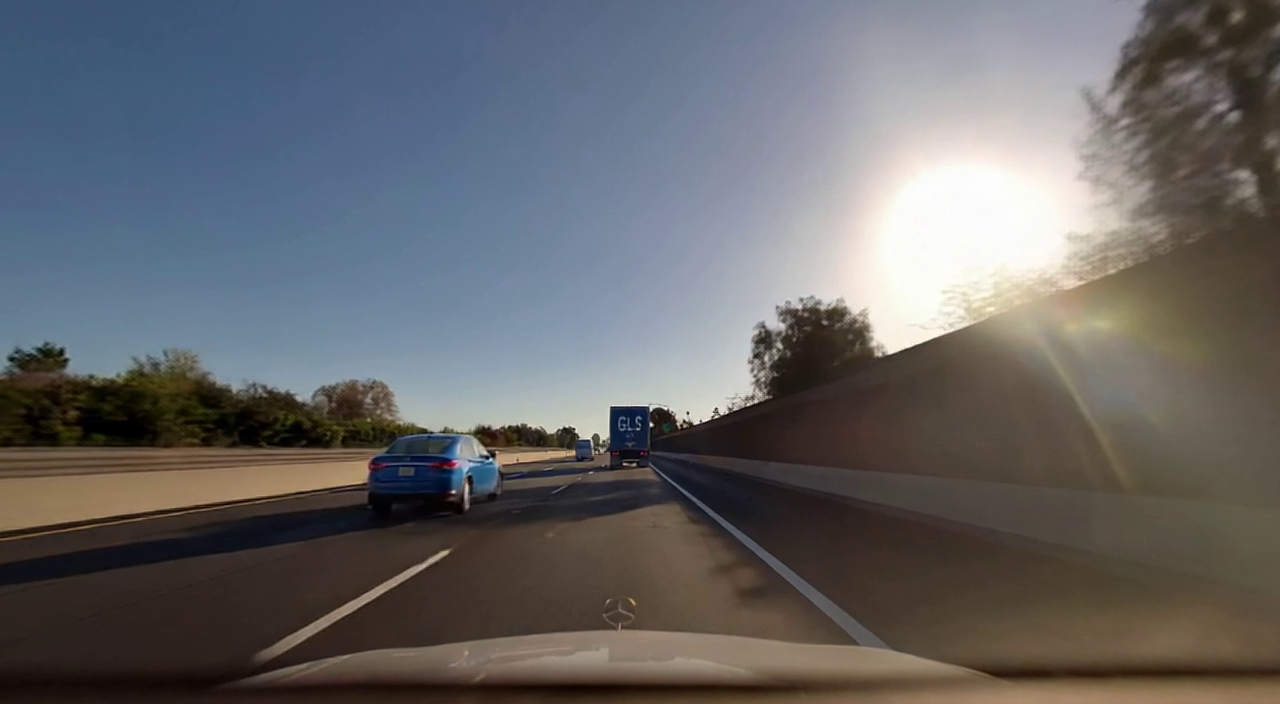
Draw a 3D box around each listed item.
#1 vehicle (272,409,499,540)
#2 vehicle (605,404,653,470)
[{"bbox_3d":[-4.386,2.229,12.023,2.226,1.935,5.130,0,-9,-1],"label":"vehicle"},{"bbox_3d":[-0.725,5.915,43.296,2.923,4.007,9.760,0,-9,-1],"label":"vehicle"}]
